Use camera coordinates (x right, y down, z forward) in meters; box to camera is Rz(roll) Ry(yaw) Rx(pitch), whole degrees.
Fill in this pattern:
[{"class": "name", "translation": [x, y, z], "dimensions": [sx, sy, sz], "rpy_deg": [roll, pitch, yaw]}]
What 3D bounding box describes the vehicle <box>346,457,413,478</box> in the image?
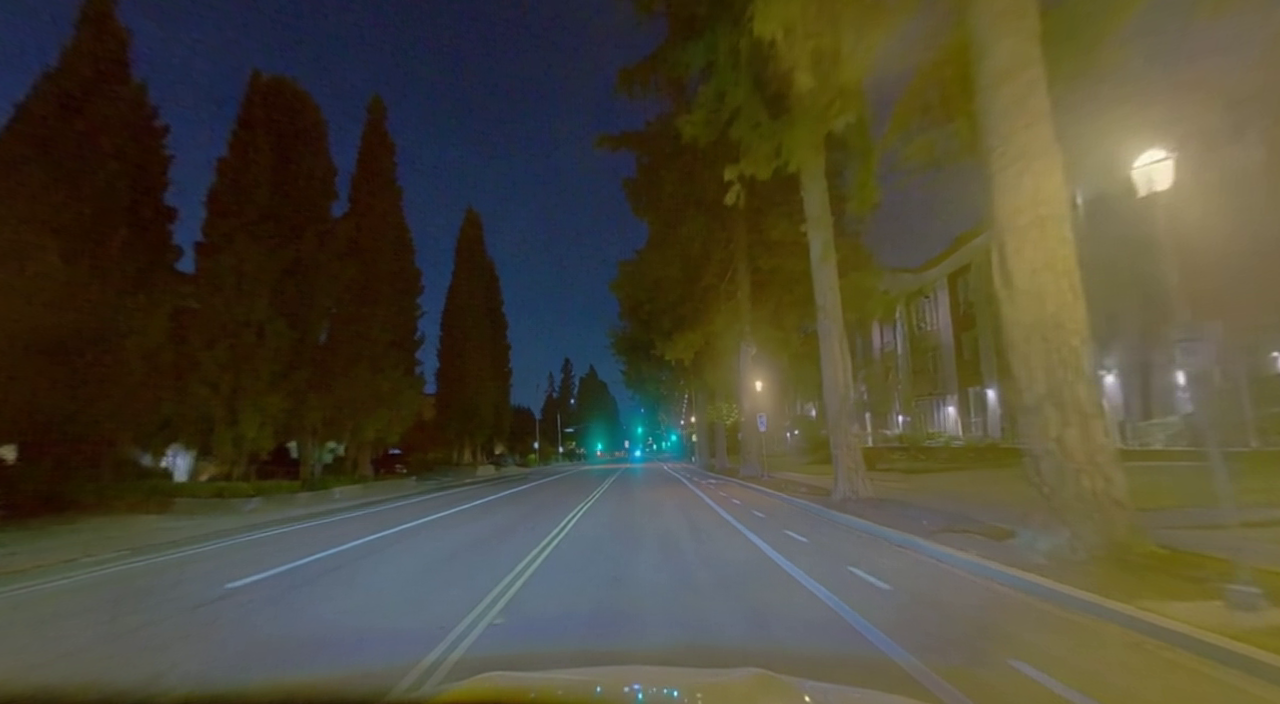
[{"class": "vehicle", "translation": [-19.039, 8.447, 46.228], "dimensions": [4.173, 1.423, 1.657], "rpy_deg": [0, -8, 3]}]
